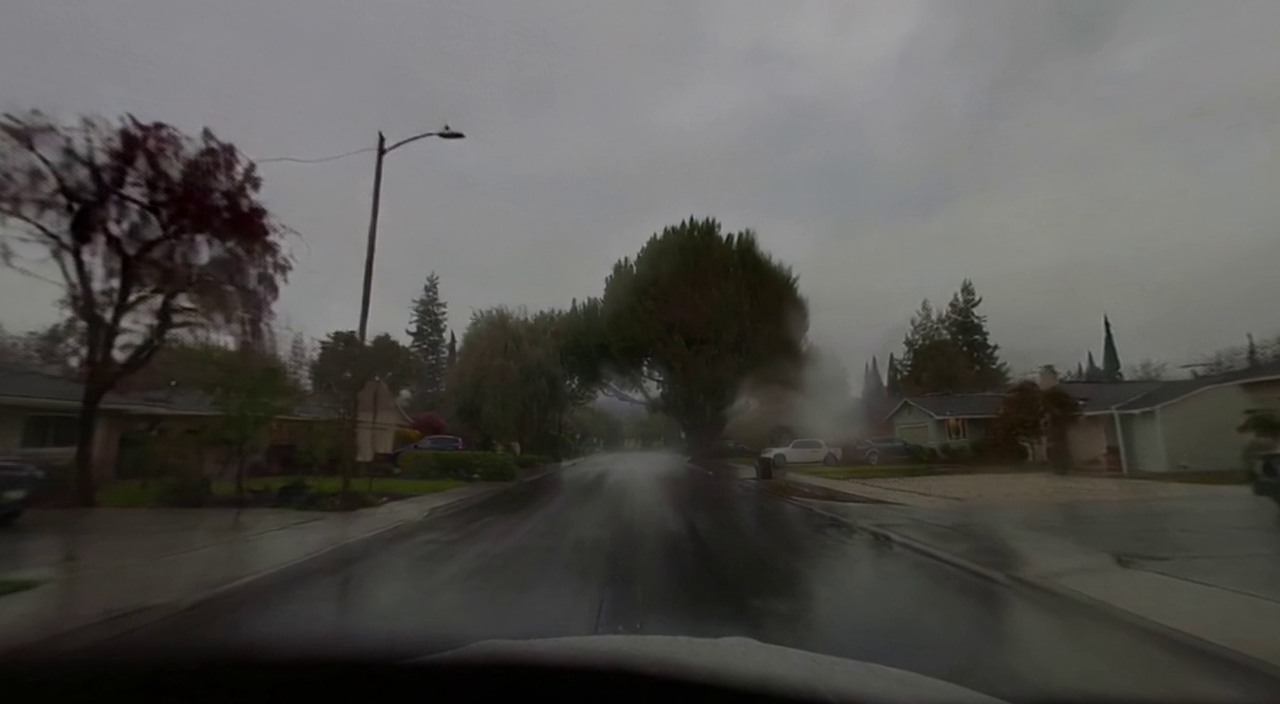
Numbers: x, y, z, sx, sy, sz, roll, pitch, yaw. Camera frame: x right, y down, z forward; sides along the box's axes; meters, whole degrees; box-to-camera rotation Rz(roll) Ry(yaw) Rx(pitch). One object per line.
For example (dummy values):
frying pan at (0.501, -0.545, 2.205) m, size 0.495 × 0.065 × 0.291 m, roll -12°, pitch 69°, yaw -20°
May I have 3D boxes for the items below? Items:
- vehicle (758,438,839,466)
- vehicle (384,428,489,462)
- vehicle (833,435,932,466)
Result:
vehicle at (9.965, 6.359, 40.076) m, size 4.582 × 1.719 × 1.947 m, roll 0°, pitch -8°, yaw 0°
vehicle at (-12.347, 5.722, 38.668) m, size 5.618 × 1.997 × 2.201 m, roll 0°, pitch -9°, yaw -1°
vehicle at (15.451, 6.283, 40.463) m, size 5.395 × 1.917 × 2.153 m, roll 0°, pitch -9°, yaw -1°
